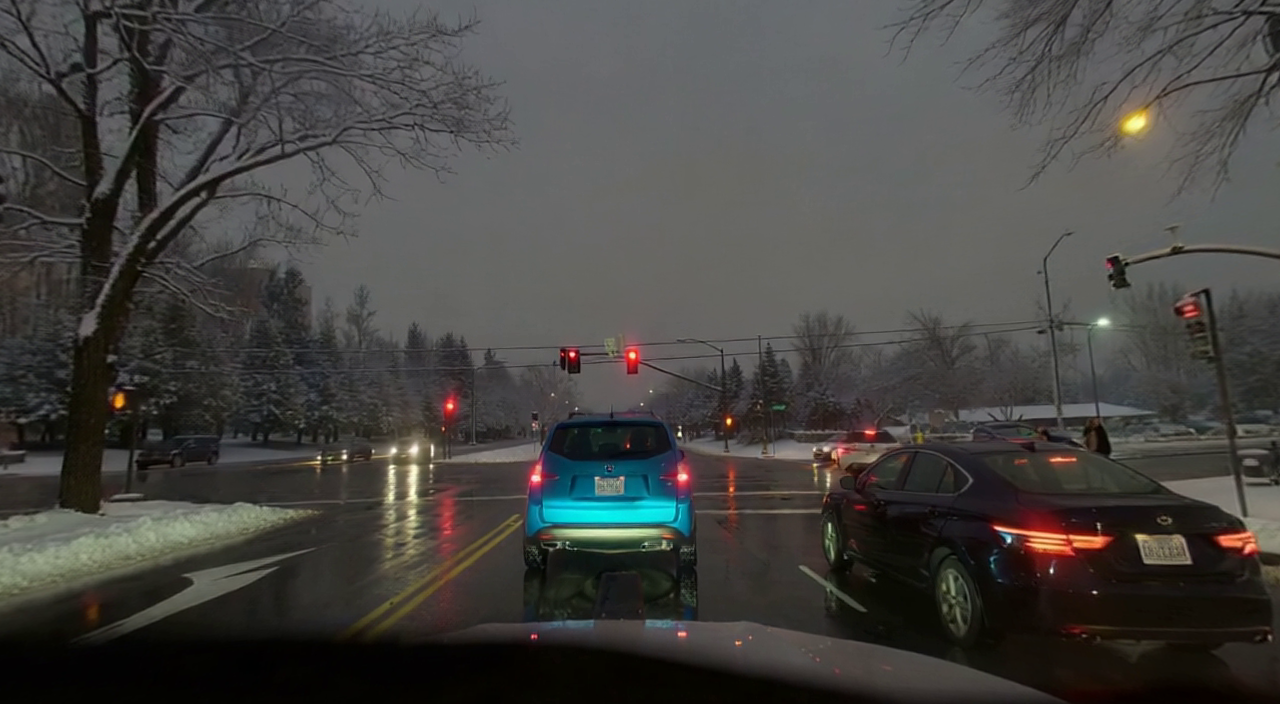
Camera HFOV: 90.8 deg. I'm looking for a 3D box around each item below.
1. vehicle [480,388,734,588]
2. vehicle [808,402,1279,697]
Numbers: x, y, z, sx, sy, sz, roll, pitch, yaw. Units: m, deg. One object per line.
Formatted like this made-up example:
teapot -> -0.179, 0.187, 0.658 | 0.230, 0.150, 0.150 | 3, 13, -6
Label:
vehicle -> -0.351, 1.524, 7.796 | 2.247, 1.760, 4.231 | 0, -9, -2
vehicle -> 3.162, 1.402, 5.763 | 1.932, 1.562, 4.629 | 0, -9, -1
